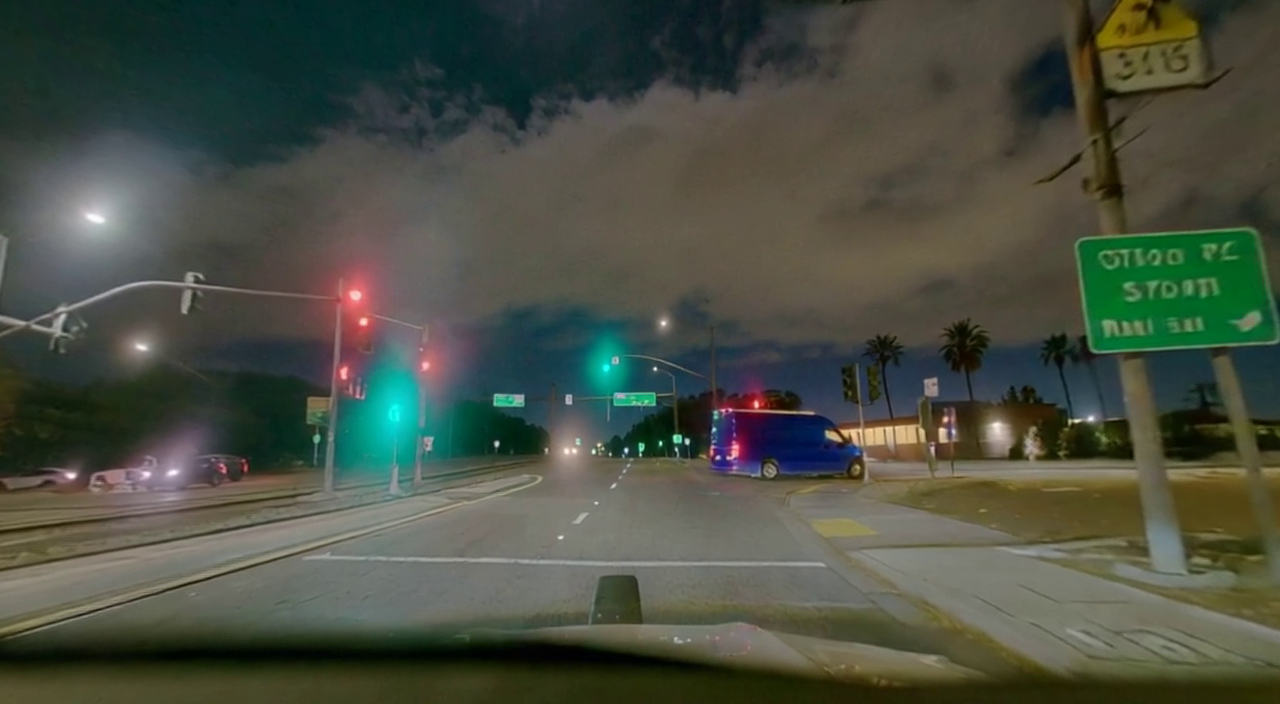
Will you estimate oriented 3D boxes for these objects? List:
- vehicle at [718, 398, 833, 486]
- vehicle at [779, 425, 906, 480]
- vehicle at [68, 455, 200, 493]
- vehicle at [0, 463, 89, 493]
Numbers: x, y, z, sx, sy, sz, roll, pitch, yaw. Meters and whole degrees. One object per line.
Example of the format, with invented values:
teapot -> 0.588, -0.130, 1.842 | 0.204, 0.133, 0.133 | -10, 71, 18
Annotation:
vehicle -> 5.224, 3.440, 24.138 | 2.606, 3.020, 4.180 | -7, -11, 39
vehicle -> 9.019, 4.408, 27.843 | 6.055, 2.140, 2.266 | 7, -11, -38
vehicle -> -22.184, 5.280, 27.725 | 4.881, 1.477, 2.204 | -3, -9, 20
vehicle -> -32.741, 6.733, 33.928 | 4.283, 1.497, 1.964 | 0, -9, -2
